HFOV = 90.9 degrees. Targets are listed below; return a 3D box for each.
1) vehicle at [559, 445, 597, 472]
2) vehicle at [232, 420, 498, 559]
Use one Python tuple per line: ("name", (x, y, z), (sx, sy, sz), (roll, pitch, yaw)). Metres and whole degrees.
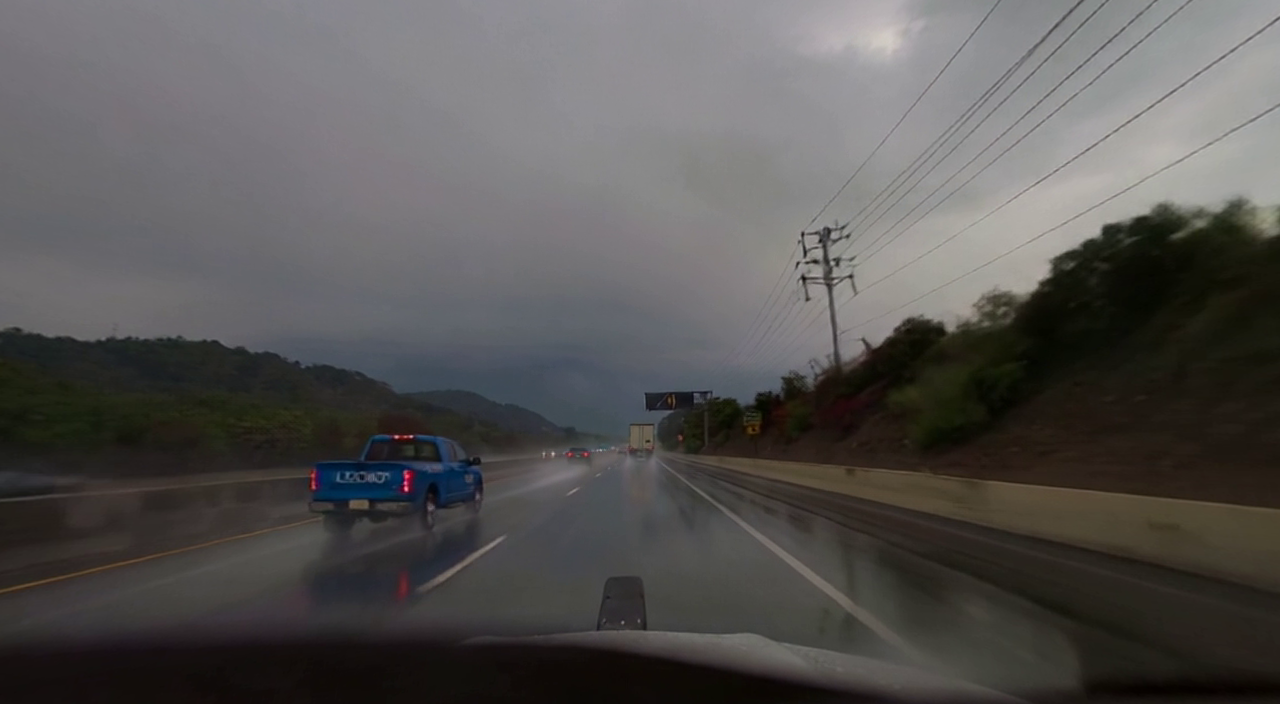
("vehicle", (-4.222, 7.257, 43.287), (2.111, 1.735, 4.066), (0, -9, 1))
("vehicle", (-3.961, 2.077, 10.327), (2.049, 1.697, 4.998), (0, -9, 1))
